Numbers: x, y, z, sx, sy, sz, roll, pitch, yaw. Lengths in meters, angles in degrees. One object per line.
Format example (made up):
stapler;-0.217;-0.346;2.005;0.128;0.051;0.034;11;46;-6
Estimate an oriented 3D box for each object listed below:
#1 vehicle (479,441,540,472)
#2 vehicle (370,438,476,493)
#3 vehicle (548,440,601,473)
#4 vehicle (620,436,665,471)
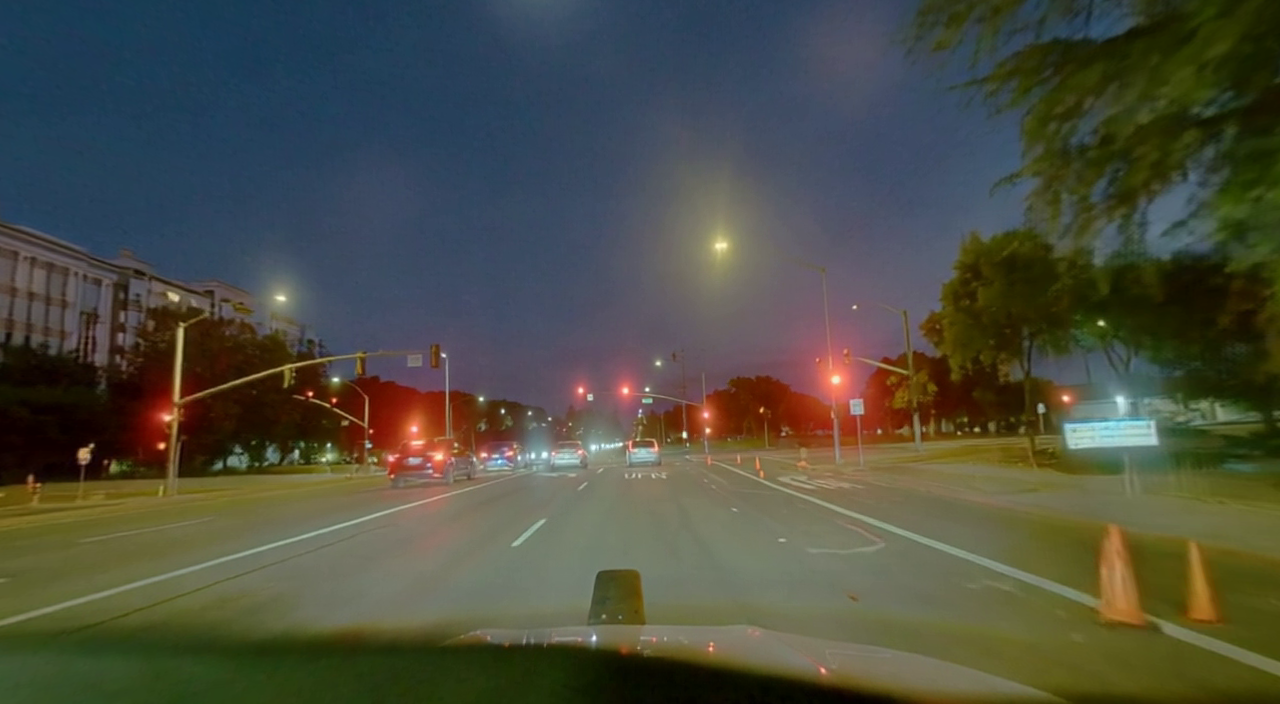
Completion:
vehicle;-6.493;5.262;32.037;2.074;1.447;4.224;0;-8;2
vehicle;-6.749;3.554;20.161;1.869;1.570;4.064;0;-8;1
vehicle;-2.961;4.828;29.407;1.946;1.437;4.154;0;-8;1
vehicle;0.119;4.758;29.742;1.985;1.521;3.968;0;-8;1
